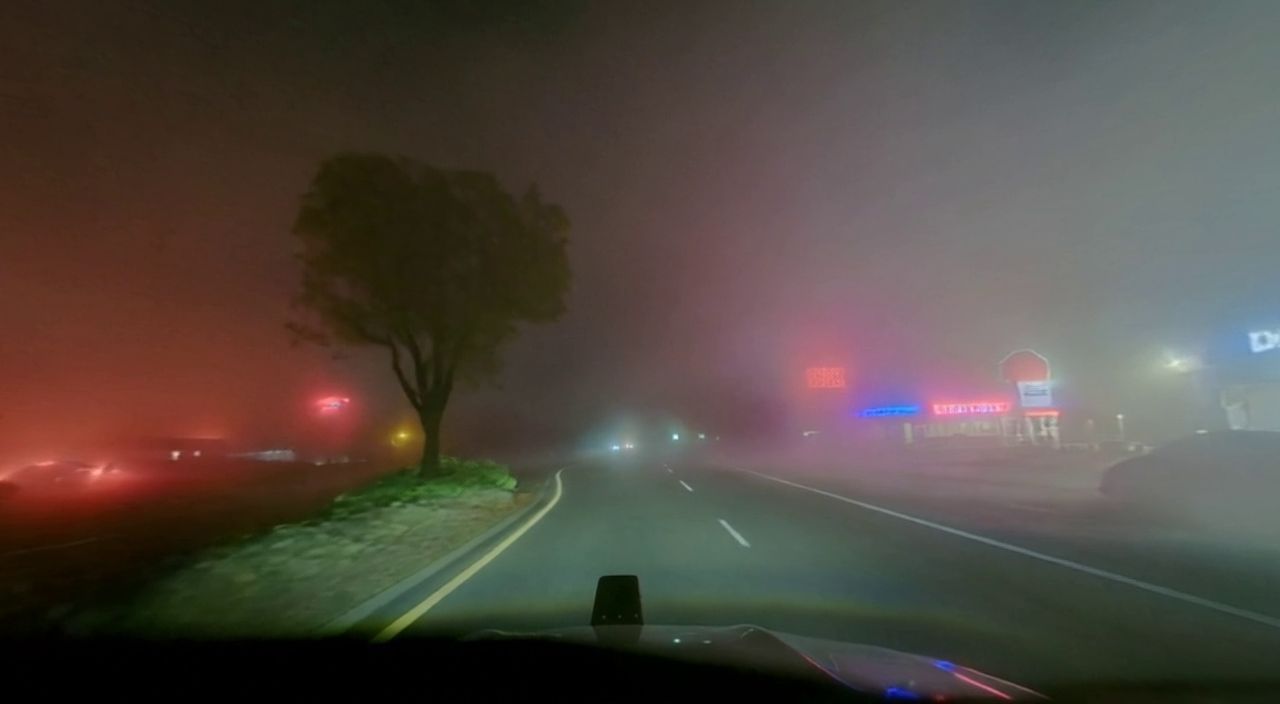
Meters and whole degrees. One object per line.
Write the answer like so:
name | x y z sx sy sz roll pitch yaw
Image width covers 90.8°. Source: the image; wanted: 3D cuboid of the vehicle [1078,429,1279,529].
vehicle | 10.329 2.110 10.960 2.034 1.437 4.728 0 -9 -1

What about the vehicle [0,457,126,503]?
vehicle | -30.266 6.441 32.414 2.326 1.944 6.466 1 -8 0
